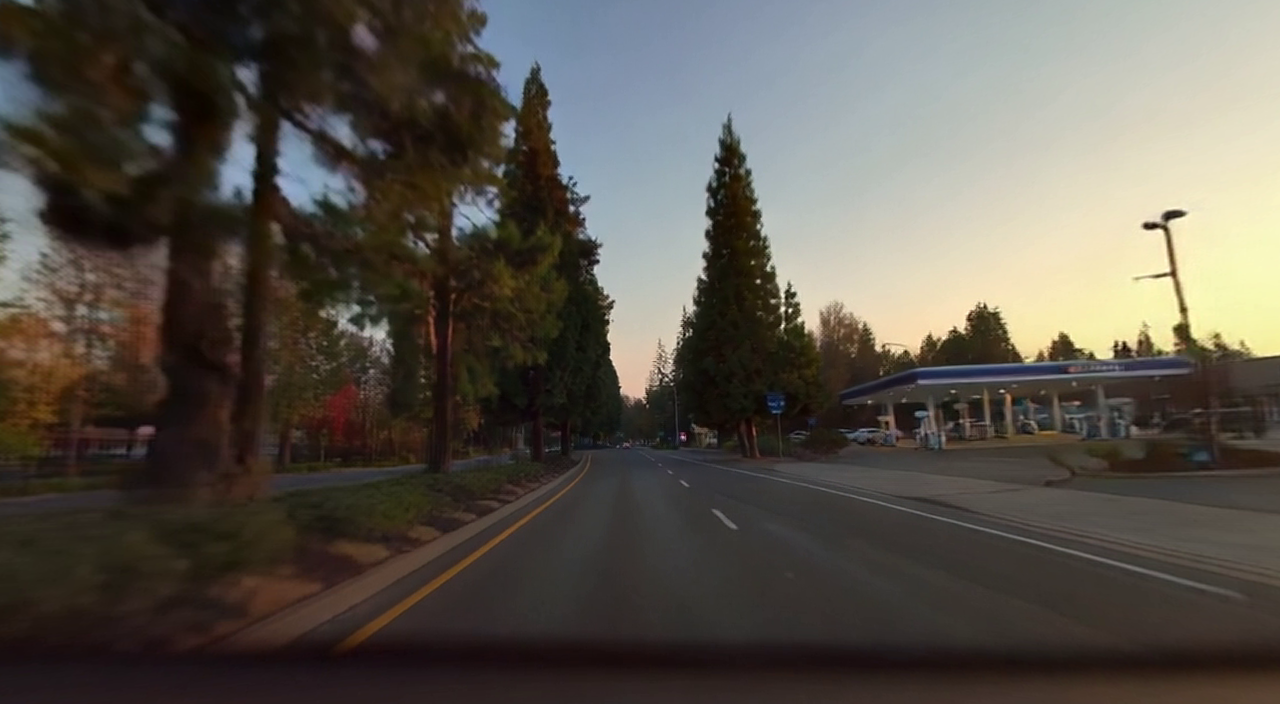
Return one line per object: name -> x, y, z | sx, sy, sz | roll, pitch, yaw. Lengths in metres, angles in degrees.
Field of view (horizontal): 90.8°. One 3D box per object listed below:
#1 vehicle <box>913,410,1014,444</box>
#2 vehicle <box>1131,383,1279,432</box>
vehicle -> 21.096, 4.915, 41.373 | 5.483, 1.801, 2.202 | 4, -8, 0
vehicle -> 20.741, 2.133, 23.279 | 1.828, 1.483, 4.251 | 1, -9, -1
